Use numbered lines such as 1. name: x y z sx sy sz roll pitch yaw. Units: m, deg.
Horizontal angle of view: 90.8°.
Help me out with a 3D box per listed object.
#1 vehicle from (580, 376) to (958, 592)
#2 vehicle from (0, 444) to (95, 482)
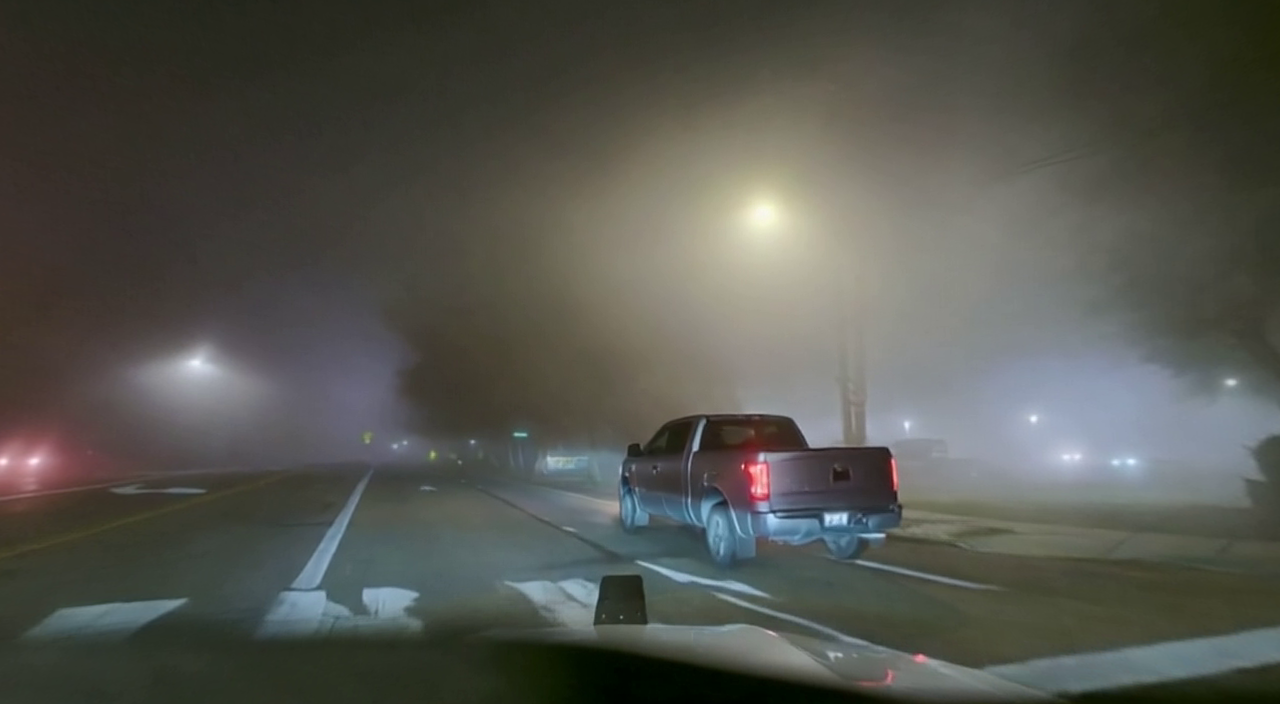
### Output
1. vehicle: 1.109 1.730 8.751 2.402 1.922 5.677 5 -11 -20
2. vehicle: -29.789 5.615 31.835 2.037 1.725 4.632 5 -11 -23
